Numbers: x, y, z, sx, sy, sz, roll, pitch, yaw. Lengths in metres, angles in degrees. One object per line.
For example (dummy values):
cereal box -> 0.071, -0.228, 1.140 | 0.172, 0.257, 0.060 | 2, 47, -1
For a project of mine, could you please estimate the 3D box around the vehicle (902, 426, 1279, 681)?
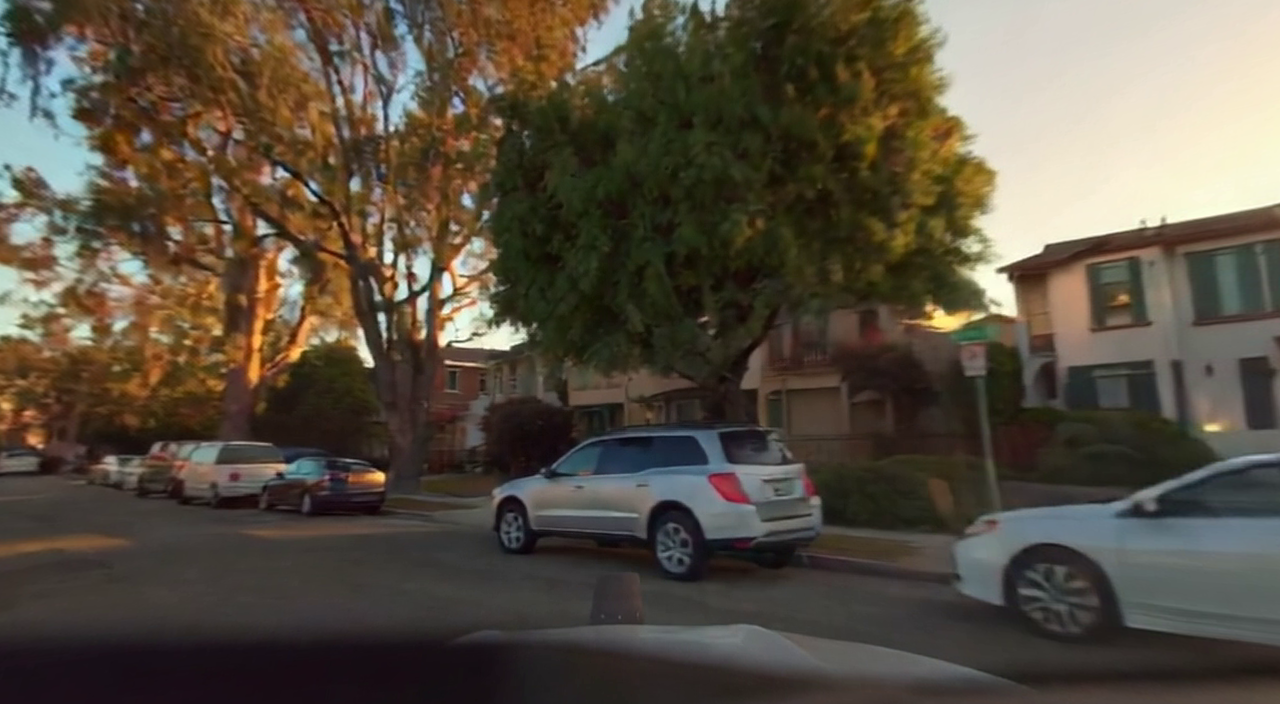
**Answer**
vehicle -> 4.677, 1.279, 4.177 | 5.075, 1.436, 1.863 | -4, -9, 40

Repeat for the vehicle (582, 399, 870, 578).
vehicle -> 1.505, 1.845, 9.434 | 2.046, 1.969, 4.585 | -7, -11, 40

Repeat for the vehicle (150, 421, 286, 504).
vehicle -> -12.920, 3.213, 19.149 | 4.893, 2.129, 1.993 | -4, -9, 40

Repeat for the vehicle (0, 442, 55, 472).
vehicle -> -47.685, 8.100, 48.923 | 4.962, 2.038, 2.191 | -5, -10, 38

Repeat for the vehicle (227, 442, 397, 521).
vehicle -> -7.861, 2.933, 14.917 | 4.476, 1.442, 1.828 | -4, -9, 39
